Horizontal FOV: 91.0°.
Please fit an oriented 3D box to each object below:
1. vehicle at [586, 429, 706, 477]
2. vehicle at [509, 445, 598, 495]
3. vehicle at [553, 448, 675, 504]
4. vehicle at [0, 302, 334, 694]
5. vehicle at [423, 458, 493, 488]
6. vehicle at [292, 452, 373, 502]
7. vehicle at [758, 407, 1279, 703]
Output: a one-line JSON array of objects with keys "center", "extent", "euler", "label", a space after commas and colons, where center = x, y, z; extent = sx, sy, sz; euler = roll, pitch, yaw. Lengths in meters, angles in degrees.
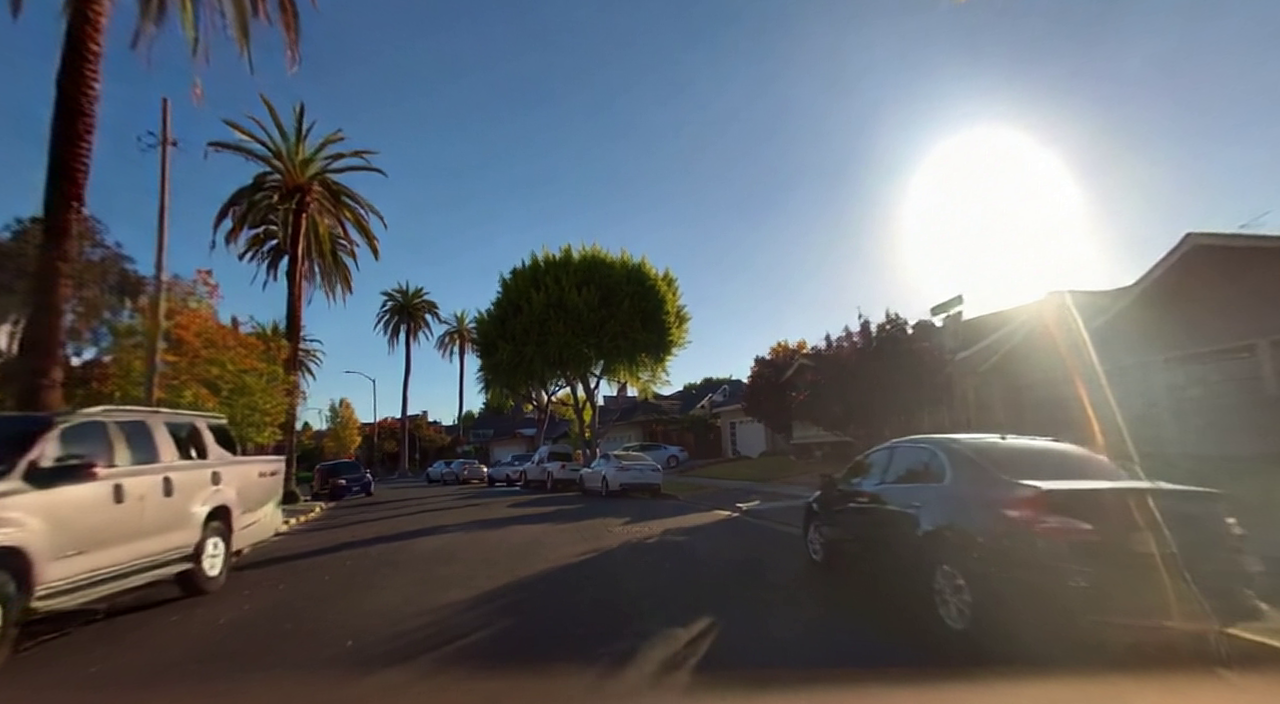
[{"center": [0.319, 4.972, 31.237], "extent": [5.510, 2.121, 2.129], "euler": [-1, -9, 20], "label": "vehicle"}, {"center": [-3.528, 4.590, 24.988], "extent": [1.918, 1.753, 4.655], "euler": [5, -10, -29], "label": "vehicle"}, {"center": [-0.997, 3.850, 20.195], "extent": [2.108, 1.503, 4.977], "euler": [4, -9, -25], "label": "vehicle"}, {"center": [-5.293, 1.362, 6.070], "extent": [2.337, 2.289, 6.092], "euler": [-7, -8, -9], "label": "vehicle"}, {"center": [-10.479, 6.883, 36.031], "extent": [2.006, 1.484, 4.768], "euler": [7, -11, -40], "label": "vehicle"}, {"center": [-13.327, 5.344, 27.115], "extent": [2.026, 1.816, 4.532], "euler": [2, -9, -41], "label": "vehicle"}, {"center": [2.635, 1.382, 5.410], "extent": [1.927, 1.522, 4.728], "euler": [1, -8, -5], "label": "vehicle"}]
